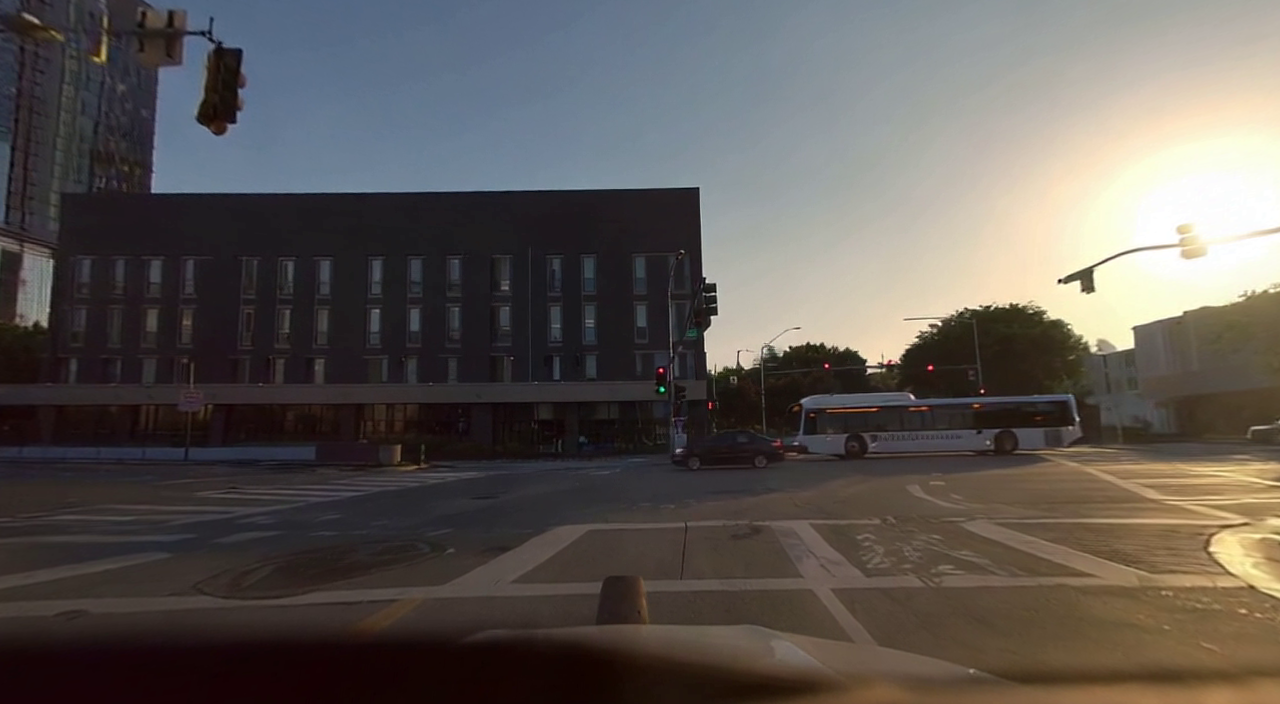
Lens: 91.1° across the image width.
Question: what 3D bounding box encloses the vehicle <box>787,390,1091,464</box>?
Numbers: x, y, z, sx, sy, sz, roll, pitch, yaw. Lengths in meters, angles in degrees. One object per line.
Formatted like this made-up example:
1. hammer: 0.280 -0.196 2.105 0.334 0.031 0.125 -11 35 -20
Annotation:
1. vehicle: 13.816 3.613 29.812 12.822 3.296 3.033 0 -9 -1

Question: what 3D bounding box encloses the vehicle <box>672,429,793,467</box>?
1. vehicle: 3.660 3.898 25.423 4.538 1.461 1.805 0 -9 -2
